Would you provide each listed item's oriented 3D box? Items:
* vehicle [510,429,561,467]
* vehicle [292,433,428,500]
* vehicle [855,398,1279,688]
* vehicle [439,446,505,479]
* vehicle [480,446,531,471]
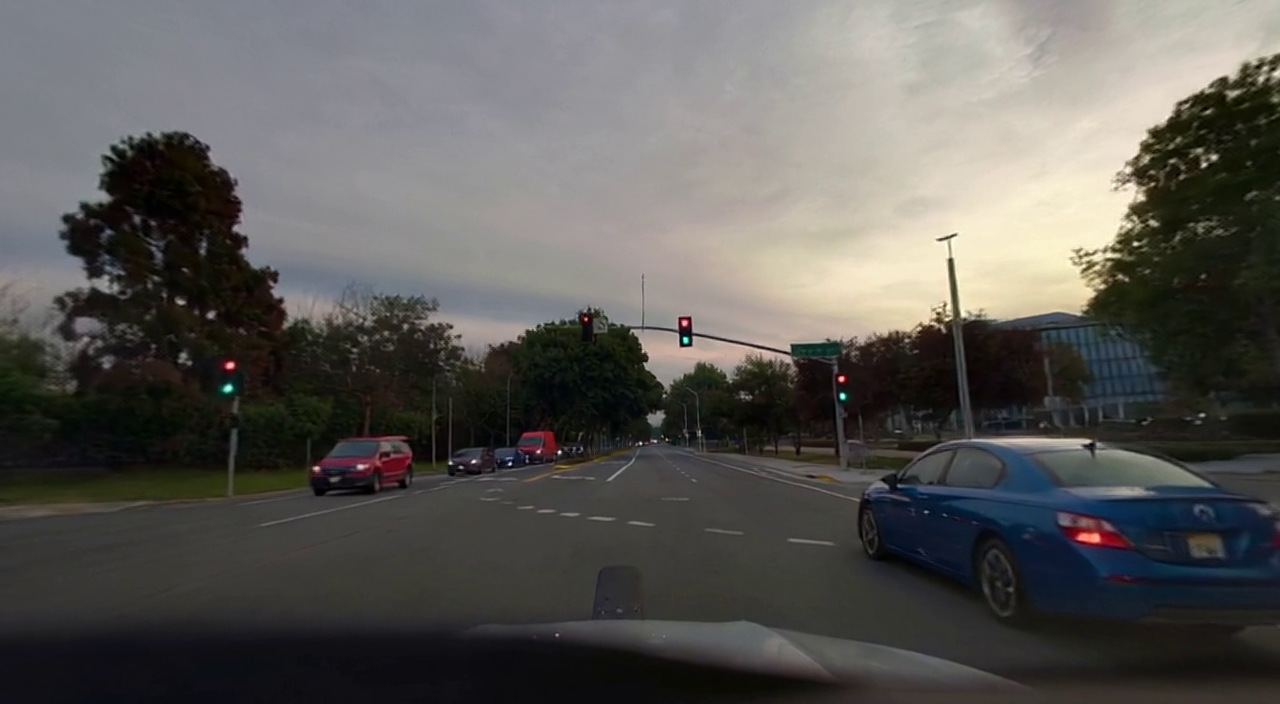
[{"bbox_3d":[-8.054,7.440,49.504,2.617,2.736,6.621,-1,-8,2],"label":"vehicle"},{"bbox_3d":[-8.714,3.570,20.245,2.130,1.874,4.691,0,-8,1],"label":"vehicle"},{"bbox_3d":[3.886,1.374,5.908,2.129,1.581,4.780,0,-8,1],"label":"vehicle"},{"bbox_3d":[-8.185,5.405,31.302,1.906,1.468,4.686,0,-8,1],"label":"vehicle"},{"bbox_3d":[-8.489,6.763,40.310,2.190,1.455,4.516,0,-8,1],"label":"vehicle"}]
